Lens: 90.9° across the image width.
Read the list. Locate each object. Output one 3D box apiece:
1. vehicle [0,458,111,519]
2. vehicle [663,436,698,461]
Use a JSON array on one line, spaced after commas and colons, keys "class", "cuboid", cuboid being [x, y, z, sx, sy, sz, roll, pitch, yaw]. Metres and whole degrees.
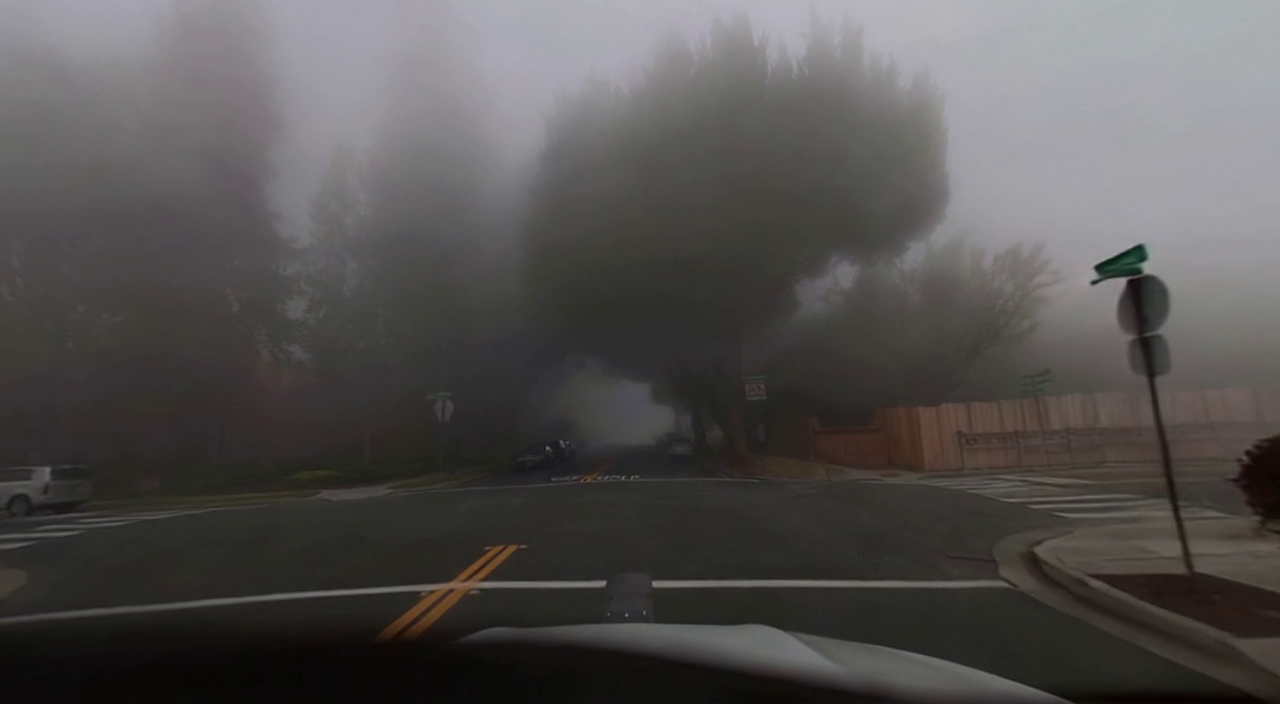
[{"class": "vehicle", "cuboid": [-18.880, 4.028, 18.773, 4.334, 1.632, 1.996, 0, -8, -1]}, {"class": "vehicle", "cuboid": [2.873, 7.000, 45.767, 2.220, 1.753, 3.862, 0, -8, -1]}]
